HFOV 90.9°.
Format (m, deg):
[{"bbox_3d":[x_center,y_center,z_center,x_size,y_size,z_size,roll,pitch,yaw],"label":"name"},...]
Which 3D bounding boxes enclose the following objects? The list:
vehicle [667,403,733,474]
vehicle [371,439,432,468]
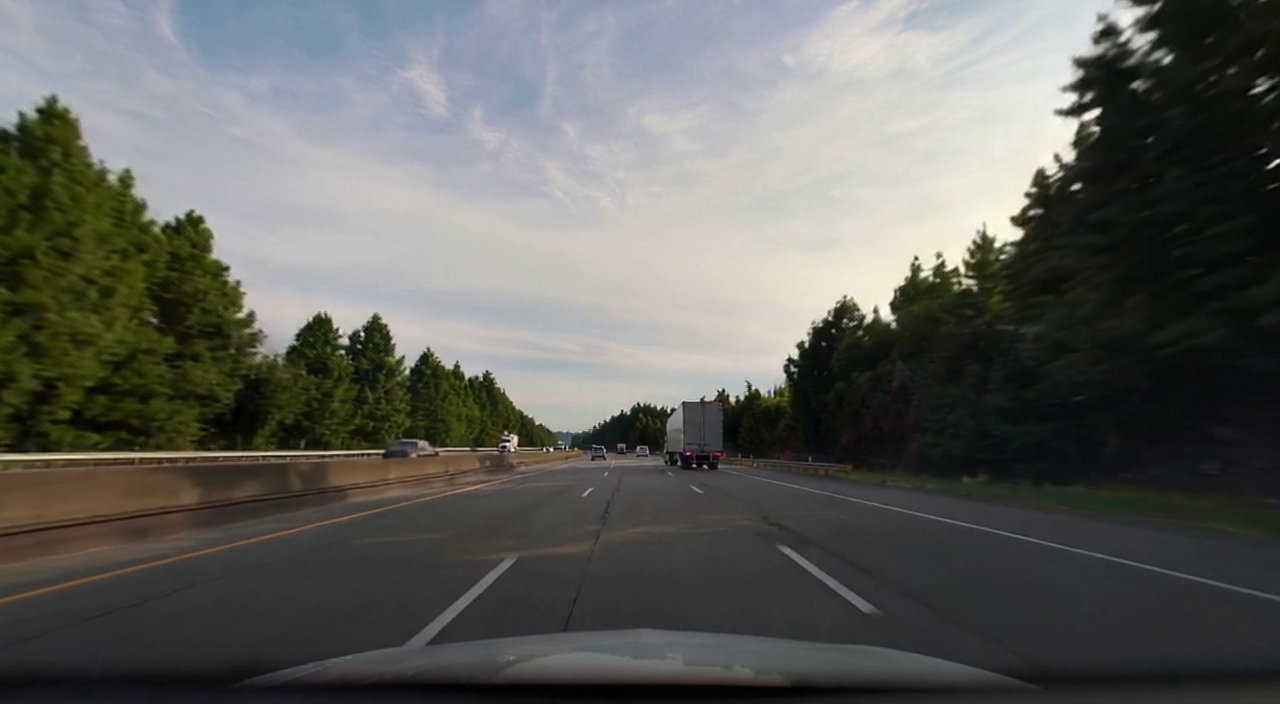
[{"bbox_3d":[3.741,6.005,42.999,2.950,4.033,13.276,0,-9,-1],"label":"vehicle"},{"bbox_3d":[-13.296,5.703,35.403,1.896,1.520,4.043,0,-9,-2],"label":"vehicle"}]
